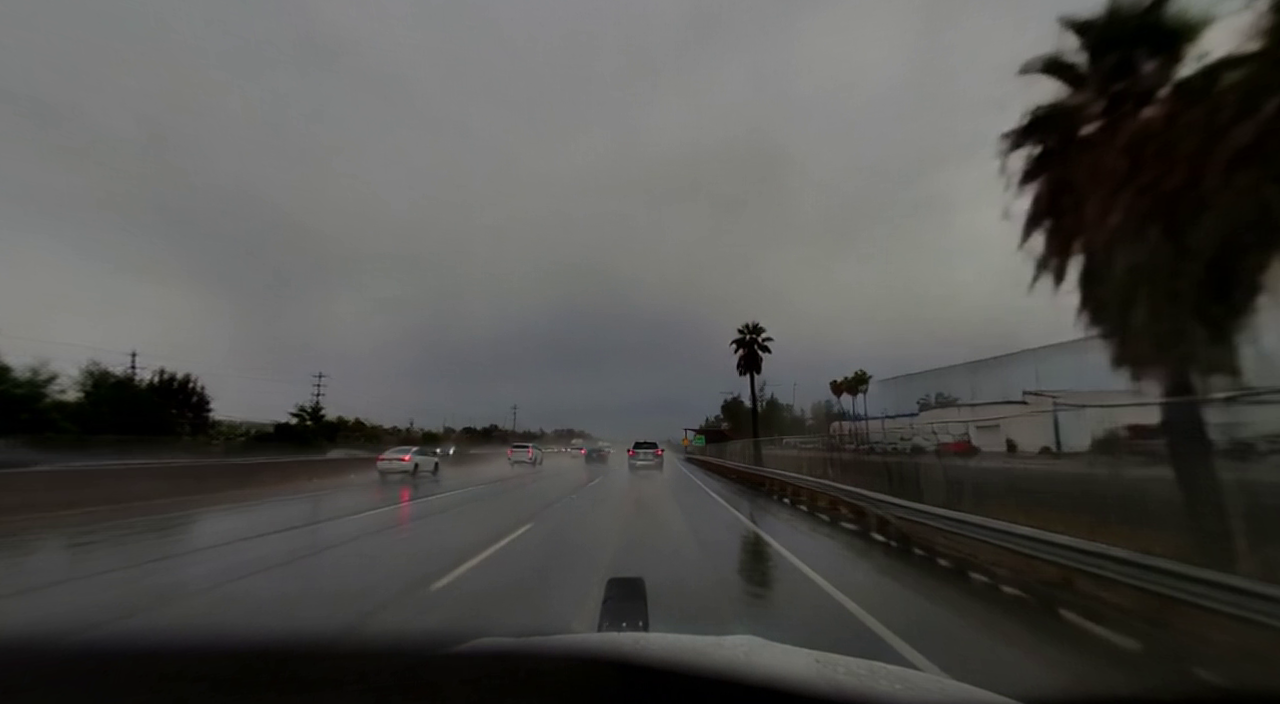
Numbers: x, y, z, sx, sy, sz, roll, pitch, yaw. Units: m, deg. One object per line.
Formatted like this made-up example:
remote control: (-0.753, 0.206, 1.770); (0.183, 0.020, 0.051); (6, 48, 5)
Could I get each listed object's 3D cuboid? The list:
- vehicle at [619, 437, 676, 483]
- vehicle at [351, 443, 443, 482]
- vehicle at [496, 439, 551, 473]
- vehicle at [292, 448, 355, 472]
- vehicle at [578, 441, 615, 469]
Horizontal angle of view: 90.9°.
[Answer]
vehicle: (0.294, 4.289, 25.448); (2.136, 1.678, 4.052); (0, -8, 1)
vehicle: (-10.412, 4.754, 27.501); (1.910, 1.501, 5.004); (-1, -8, 2)
vehicle: (-6.502, 5.868, 35.870); (2.105, 1.790, 4.689); (0, -8, 2)
vehicle: (-21.187, 7.230, 42.437); (1.849, 1.470, 4.302); (-1, -8, 2)
vehicle: (-2.974, 7.106, 43.878); (2.108, 1.832, 4.549); (-1, -8, 2)
